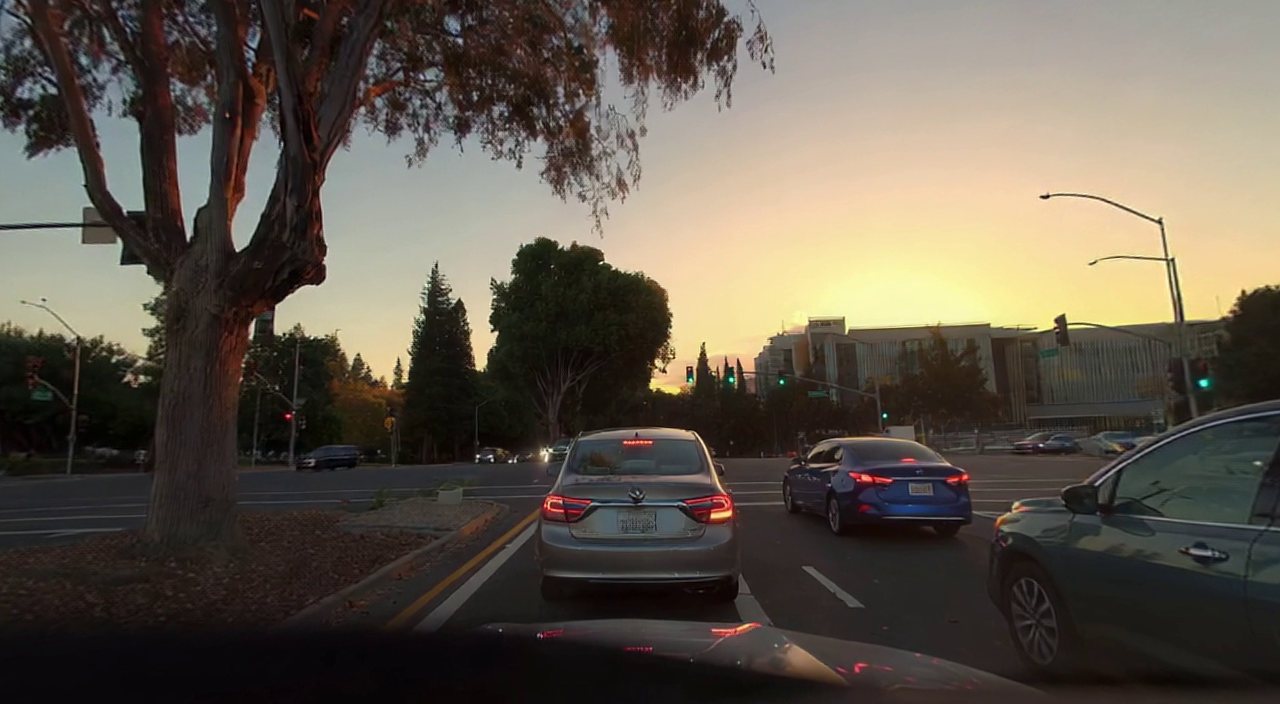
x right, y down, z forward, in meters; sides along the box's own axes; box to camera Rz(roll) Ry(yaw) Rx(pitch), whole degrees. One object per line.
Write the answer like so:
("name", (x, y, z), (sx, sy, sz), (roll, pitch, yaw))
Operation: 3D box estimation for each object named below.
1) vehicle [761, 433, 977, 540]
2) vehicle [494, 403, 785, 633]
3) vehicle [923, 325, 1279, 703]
("vehicle", (3.692, 2.259, 11.300), (2.054, 1.482, 4.654), (0, -9, -1))
("vehicle", (-0.019, 1.478, 6.500), (2.074, 1.631, 3.793), (0, -9, -1))
("vehicle", (3.723, 0.934, 3.428), (2.162, 1.829, 4.519), (0, -9, -1))
